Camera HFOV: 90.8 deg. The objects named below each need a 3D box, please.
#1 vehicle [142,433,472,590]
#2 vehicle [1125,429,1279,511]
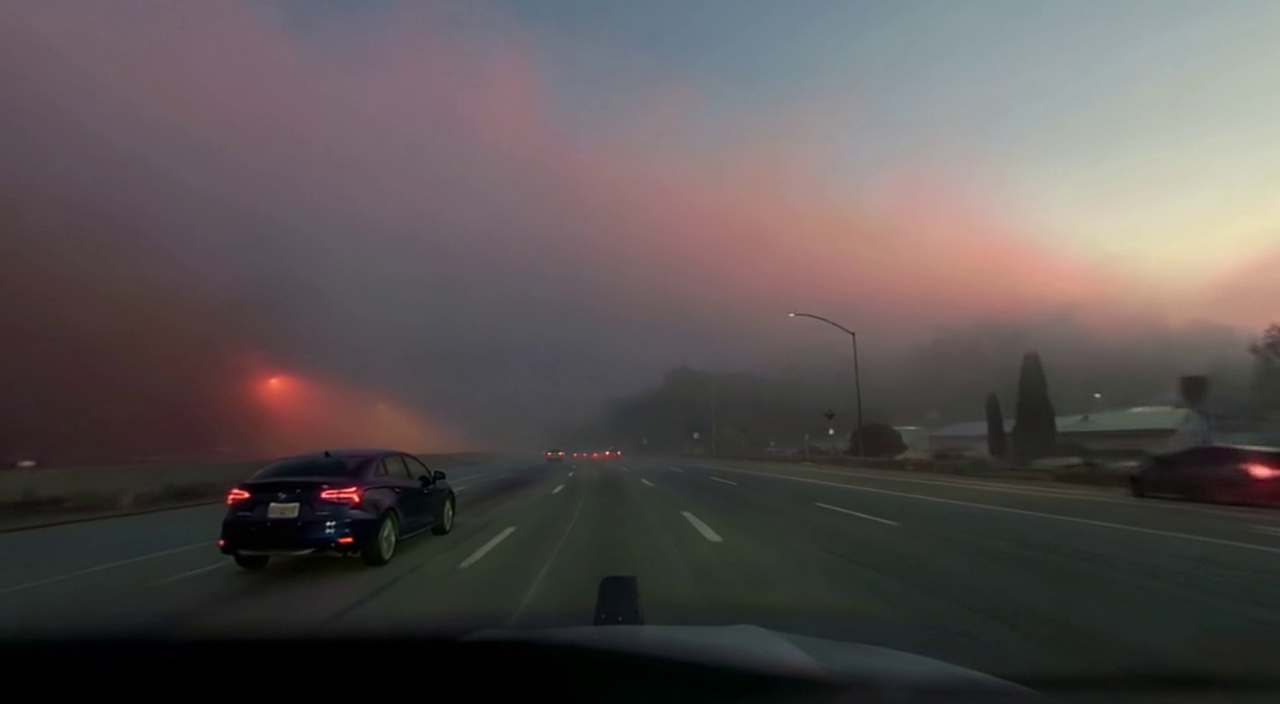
[{"bbox_3d":[-3.764,1.850,8.267,2.018,1.476,4.364,0,-8,-2],"label":"vehicle"},{"bbox_3d":[13.721,2.526,13.789,1.983,1.613,5.190,0,-8,-2],"label":"vehicle"}]
